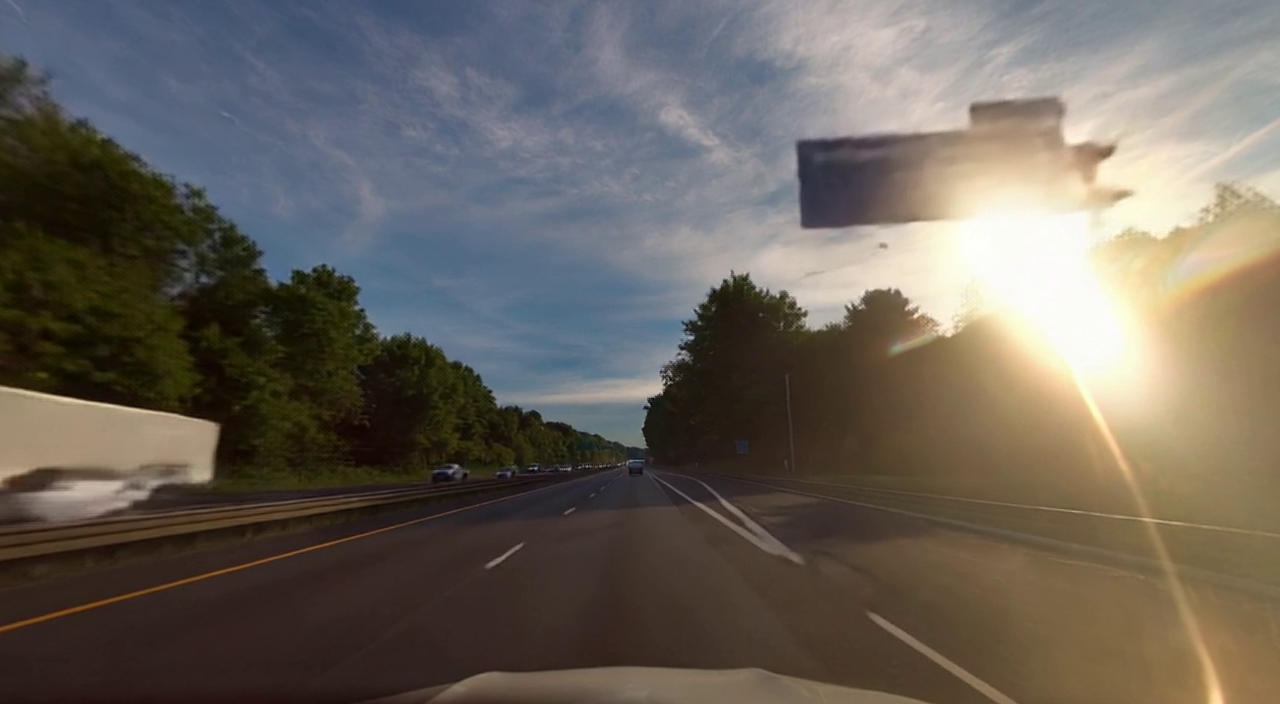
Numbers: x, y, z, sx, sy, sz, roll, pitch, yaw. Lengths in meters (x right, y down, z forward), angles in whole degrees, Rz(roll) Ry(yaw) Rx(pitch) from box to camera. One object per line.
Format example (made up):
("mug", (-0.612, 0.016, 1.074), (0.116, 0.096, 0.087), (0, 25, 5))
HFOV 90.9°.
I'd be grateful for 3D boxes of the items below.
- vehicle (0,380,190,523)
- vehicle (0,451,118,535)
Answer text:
("vehicle", (-17.186, 2.601, 16.361), (2.711, 3.469, 11.278), (1, -10, -1))
("vehicle", (-12.464, 2.562, 11.542), (1.901, 1.489, 4.490), (1, -10, 0))
